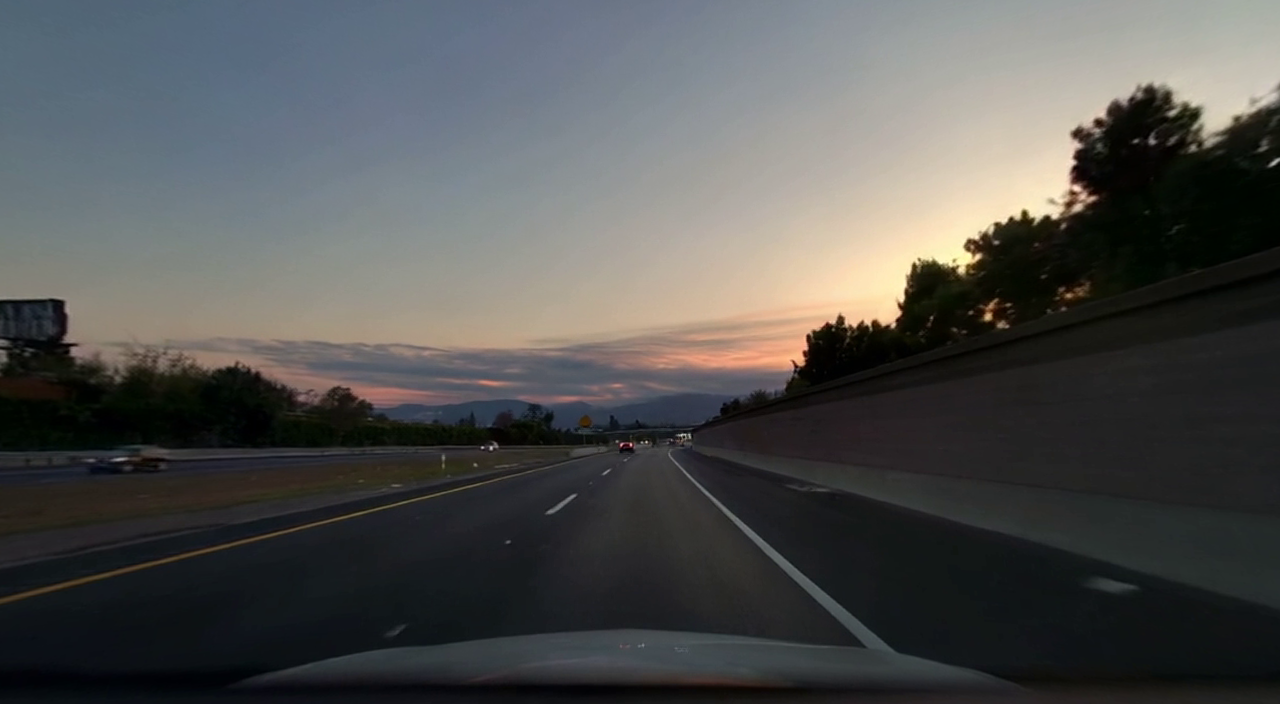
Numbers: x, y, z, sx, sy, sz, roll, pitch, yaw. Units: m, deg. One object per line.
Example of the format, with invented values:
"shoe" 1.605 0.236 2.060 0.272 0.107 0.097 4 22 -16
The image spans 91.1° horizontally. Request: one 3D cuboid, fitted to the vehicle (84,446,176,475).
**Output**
"vehicle" -31.709 6.728 39.207 1.904 1.716 4.413 -1 -8 1
